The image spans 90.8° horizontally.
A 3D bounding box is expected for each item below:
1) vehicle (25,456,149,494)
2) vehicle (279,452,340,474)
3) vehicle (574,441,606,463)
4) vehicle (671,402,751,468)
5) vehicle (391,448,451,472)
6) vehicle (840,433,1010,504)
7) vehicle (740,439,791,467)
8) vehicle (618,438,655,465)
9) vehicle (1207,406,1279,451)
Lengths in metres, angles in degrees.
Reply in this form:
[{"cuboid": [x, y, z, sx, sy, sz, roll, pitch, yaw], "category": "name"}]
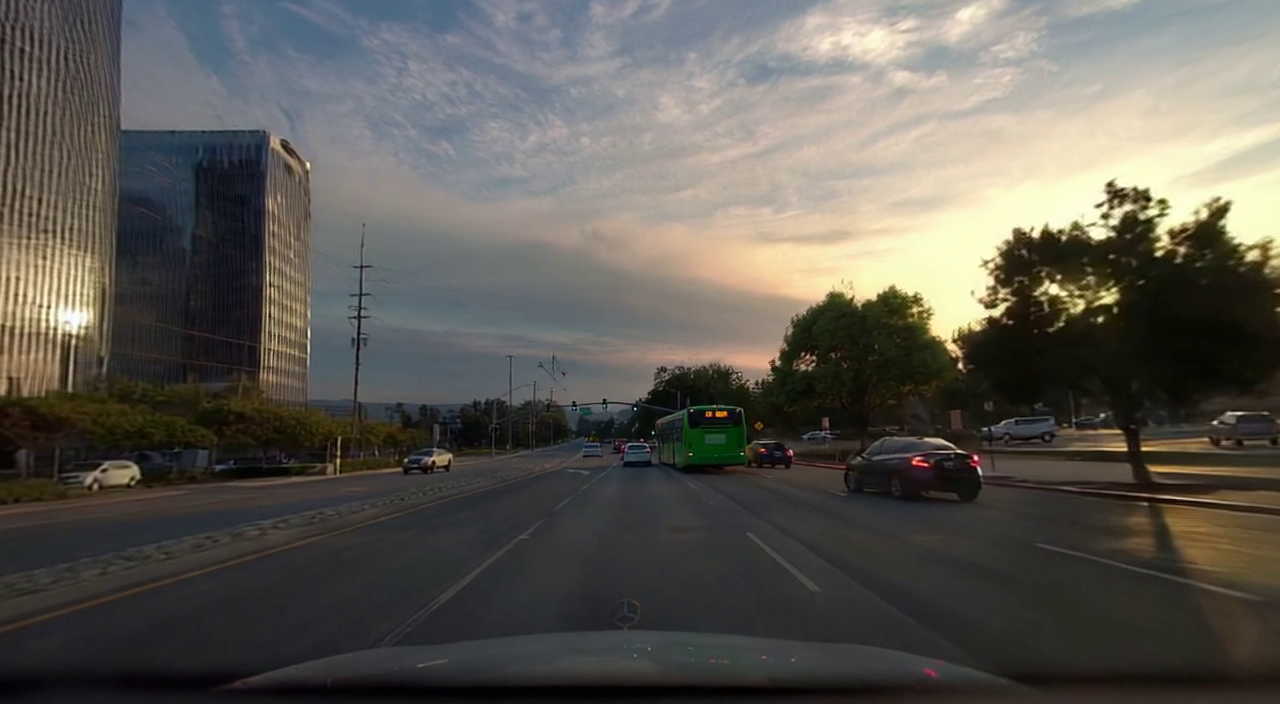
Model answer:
[{"cuboid": [-29.177, 6.486, 33.601, 2.039, 1.777, 5.029, 0, -9, -1], "category": "vehicle"}, {"cuboid": [-23.719, 7.981, 45.506, 1.878, 1.480, 4.586, 0, -9, 1], "category": "vehicle"}, {"cuboid": [-3.456, 7.011, 44.371, 1.990, 1.480, 3.941, 0, -9, 0], "category": "vehicle"}, {"cuboid": [3.796, 4.854, 36.328, 2.760, 3.325, 9.045, 1, -9, -5], "category": "vehicle"}, {"cuboid": [-14.542, 7.156, 42.200, 2.046, 1.494, 4.902, 0, -9, 3], "category": "vehicle"}, {"cuboid": [6.638, 2.767, 15.388, 1.992, 1.447, 4.414, 0, -9, -1], "category": "vehicle"}, {"cuboid": [7.072, 5.746, 36.130, 1.886, 1.474, 4.495, 0, -9, -1], "category": "vehicle"}, {"cuboid": [-0.221, 6.043, 38.400, 2.145, 1.572, 4.021, 0, -9, -1], "category": "vehicle"}, {"cuboid": [42.801, 5.360, 43.782, 2.477, 2.965, 4.646, 0, -9, 1], "category": "vehicle"}]
